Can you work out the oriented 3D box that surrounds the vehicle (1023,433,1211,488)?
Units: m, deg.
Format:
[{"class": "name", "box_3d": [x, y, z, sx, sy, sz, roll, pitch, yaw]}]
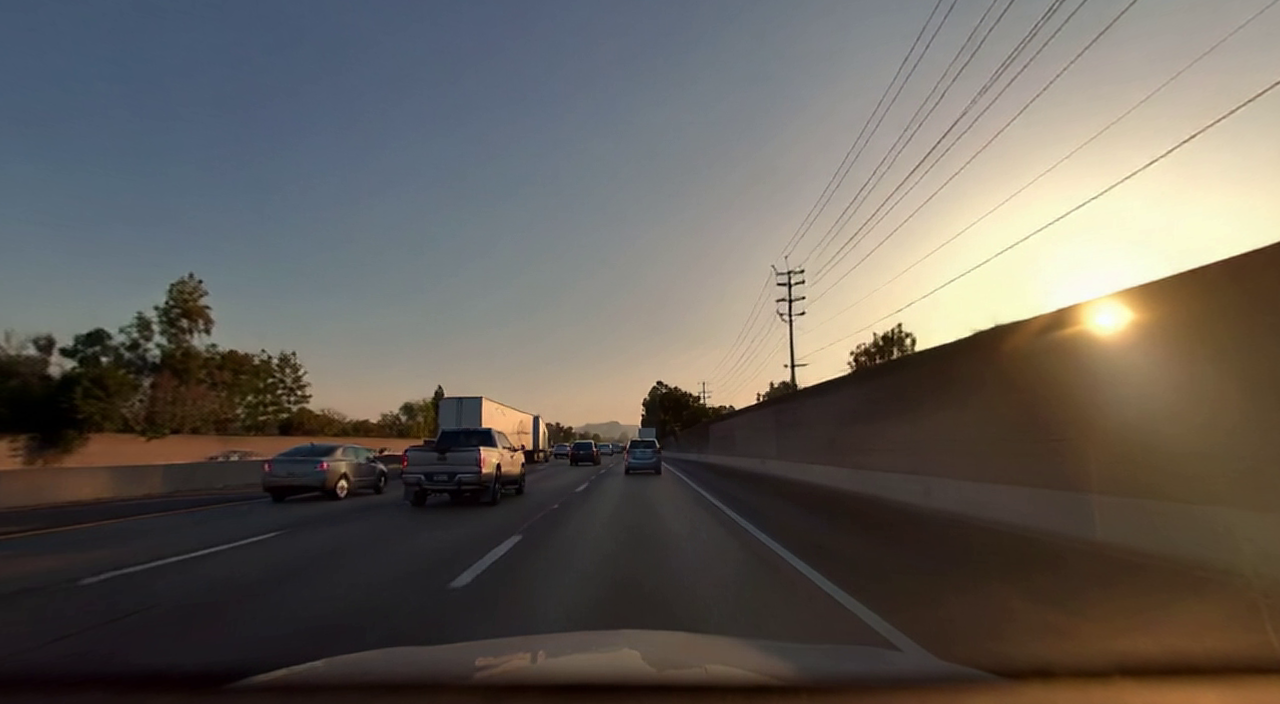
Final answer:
[{"class": "vehicle", "box_3d": [14.262, 3.270, 19.365, 1.949, 1.472, 4.795, 0, -9, -1]}]

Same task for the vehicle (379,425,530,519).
[{"class": "vehicle", "box_3d": [-3.796, 2.528, 13.841, 1.923, 1.716, 4.289, 0, -8, 1]}]

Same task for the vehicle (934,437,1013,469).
[{"class": "vehicle", "box_3d": [17.919, 5.438, 34.181, 1.936, 1.591, 4.362, 0, -9, 1]}]

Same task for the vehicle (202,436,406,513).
[{"class": "vehicle", "box_3d": [-7.628, 2.816, 15.086, 2.165, 1.511, 4.810, 0, -8, 1]}]

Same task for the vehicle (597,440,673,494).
[{"class": "vehicle", "box_3d": [-0.157, 3.472, 19.461, 2.089, 1.477, 3.818, 0, -8, -1]}]

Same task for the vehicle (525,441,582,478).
[{"class": "vehicle", "box_3d": [-3.730, 4.747, 28.080, 1.870, 1.485, 4.304, 0, -8, 1]}]
